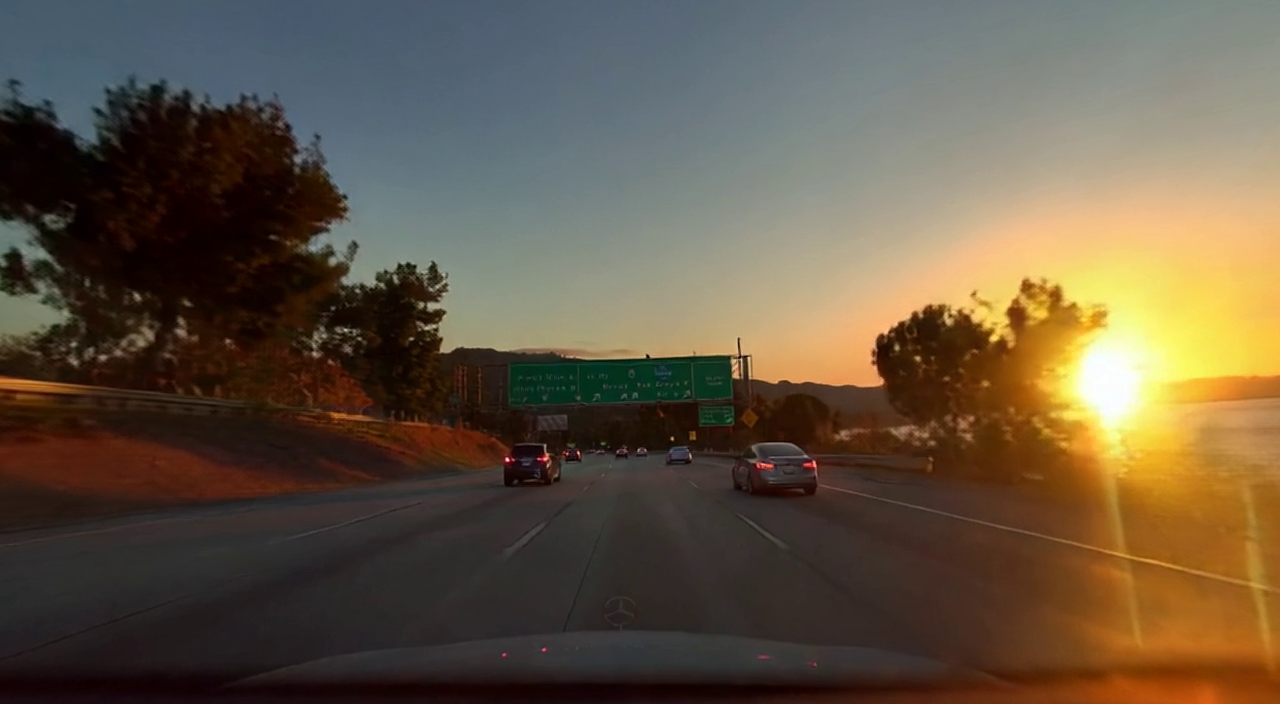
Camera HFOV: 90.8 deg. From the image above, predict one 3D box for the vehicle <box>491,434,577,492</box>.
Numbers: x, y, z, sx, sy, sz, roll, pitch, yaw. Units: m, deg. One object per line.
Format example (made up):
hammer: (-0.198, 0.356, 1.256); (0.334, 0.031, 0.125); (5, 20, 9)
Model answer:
vehicle: (-3.510, 3.788, 21.862); (2.244, 1.755, 4.417); (0, -9, -1)

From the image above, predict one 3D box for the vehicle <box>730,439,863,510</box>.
vehicle: (3.513, 2.832, 15.126); (1.947, 1.437, 4.345); (0, -9, -2)

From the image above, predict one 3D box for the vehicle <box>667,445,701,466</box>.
vehicle: (3.109, 7.495, 45.809); (2.021, 1.447, 3.985); (0, -9, -2)
